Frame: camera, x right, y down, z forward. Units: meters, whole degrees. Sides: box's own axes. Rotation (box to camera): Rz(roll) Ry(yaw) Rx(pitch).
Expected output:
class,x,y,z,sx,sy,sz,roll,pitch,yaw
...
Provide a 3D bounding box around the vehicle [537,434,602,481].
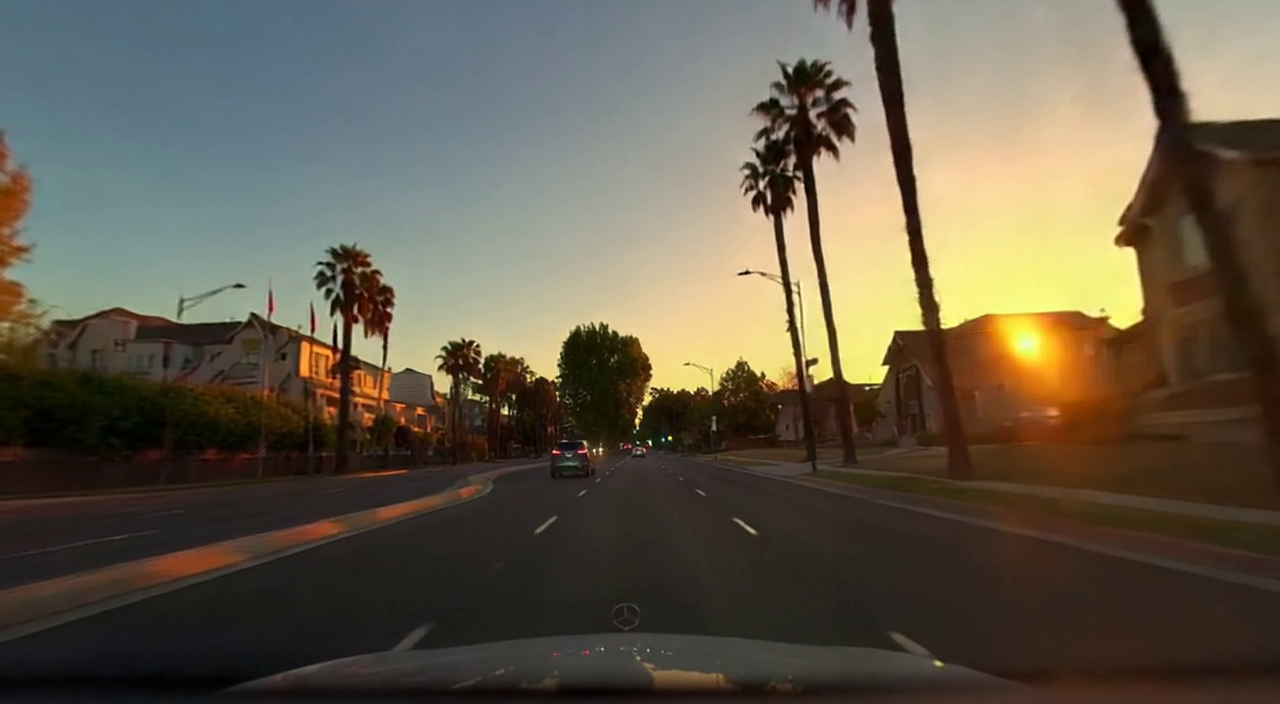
class,x,y,z,sx,sy,sz,roll,pitch,yaw
vehicle,-3.158,4.923,29.672,2.370,1.968,5.698,0,-9,0
